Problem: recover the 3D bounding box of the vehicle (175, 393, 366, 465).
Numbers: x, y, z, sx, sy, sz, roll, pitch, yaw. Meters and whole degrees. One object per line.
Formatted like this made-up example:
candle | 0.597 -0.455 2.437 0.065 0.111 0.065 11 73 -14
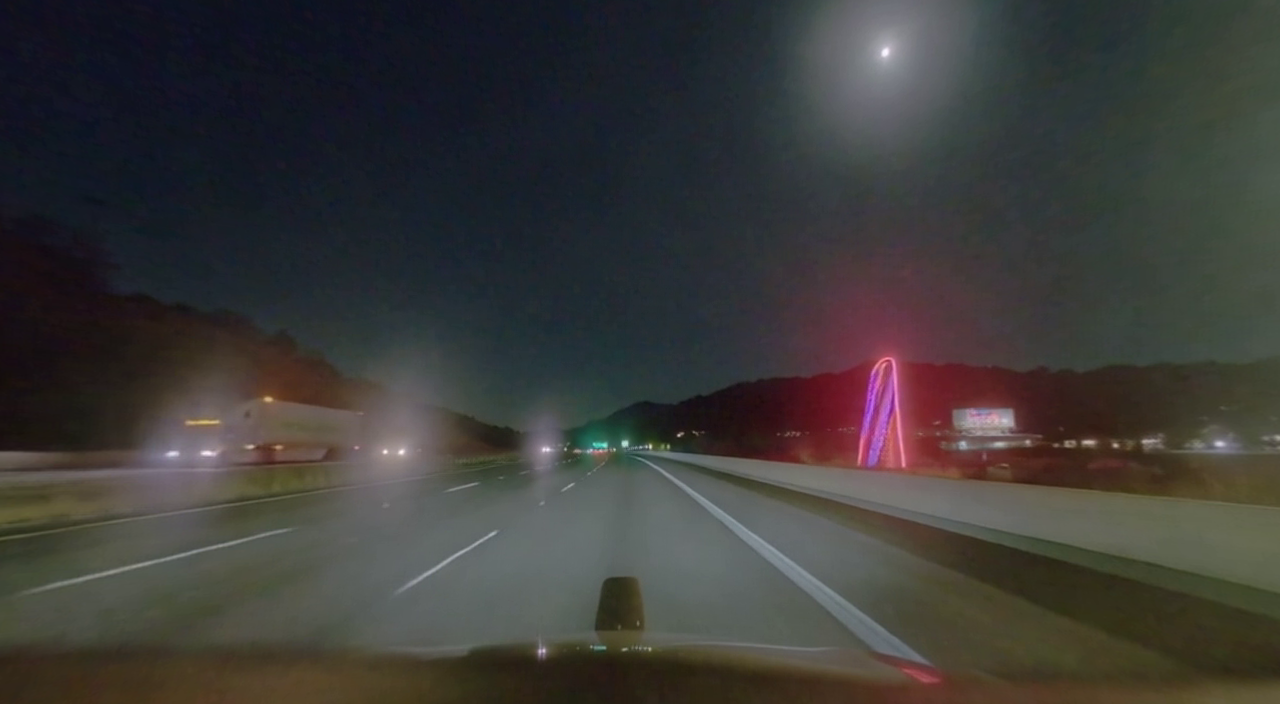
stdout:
vehicle | -24.562 5.699 44.417 2.765 3.968 18.709 0 -9 -2
